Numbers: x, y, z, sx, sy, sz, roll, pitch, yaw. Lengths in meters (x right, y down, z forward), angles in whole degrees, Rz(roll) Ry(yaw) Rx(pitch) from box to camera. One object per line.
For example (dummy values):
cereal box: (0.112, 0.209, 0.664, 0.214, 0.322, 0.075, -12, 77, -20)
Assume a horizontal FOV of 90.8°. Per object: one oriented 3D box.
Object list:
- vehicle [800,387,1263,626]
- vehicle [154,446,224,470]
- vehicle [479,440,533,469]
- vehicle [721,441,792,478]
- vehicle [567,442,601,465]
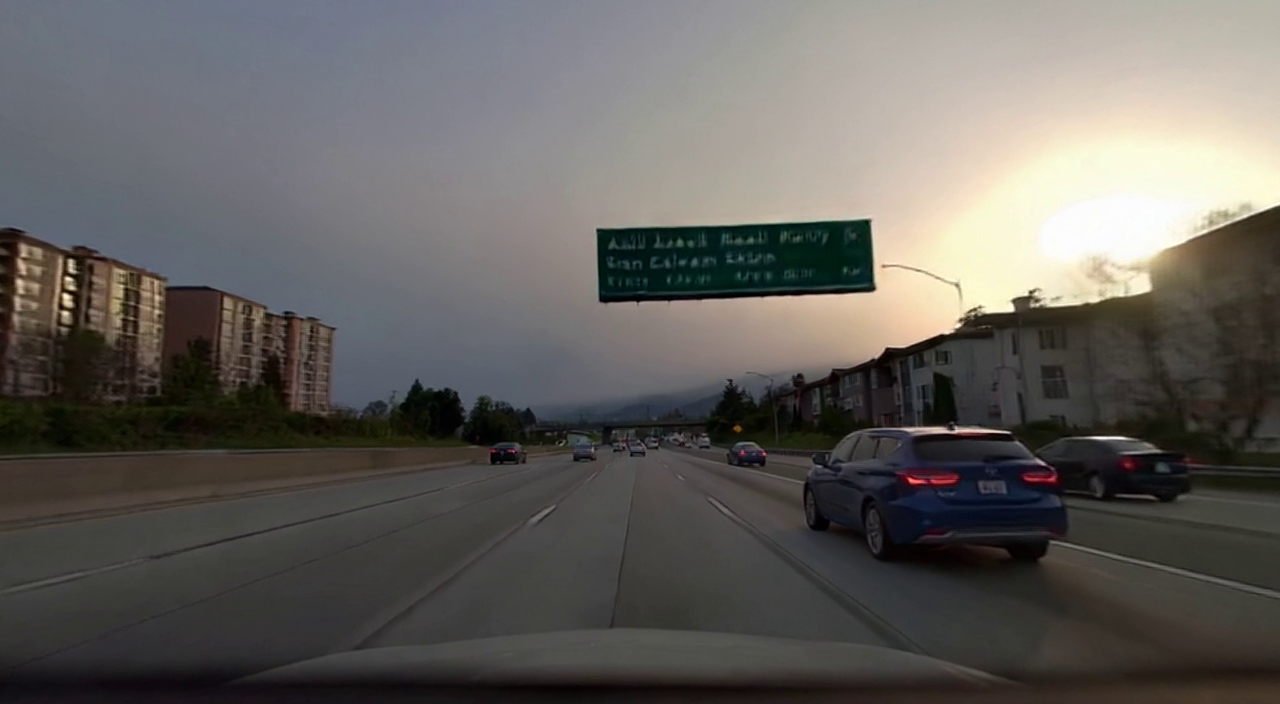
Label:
vehicle: (3.359, 1.419, 6.731, 2.080, 1.694, 4.286, 0, -9, -1)
vehicle: (-31.131, 7.301, 43.704, 1.806, 1.503, 4.039, 0, -9, 0)
vehicle: (-7.551, 5.827, 36.055, 2.021, 1.496, 4.495, 0, -9, 1)
vehicle: (4.883, 4.565, 27.150, 2.061, 1.459, 4.273, 1, -9, -3)
vehicle: (-3.764, 6.897, 43.197, 2.002, 1.466, 4.378, 0, -9, 0)
